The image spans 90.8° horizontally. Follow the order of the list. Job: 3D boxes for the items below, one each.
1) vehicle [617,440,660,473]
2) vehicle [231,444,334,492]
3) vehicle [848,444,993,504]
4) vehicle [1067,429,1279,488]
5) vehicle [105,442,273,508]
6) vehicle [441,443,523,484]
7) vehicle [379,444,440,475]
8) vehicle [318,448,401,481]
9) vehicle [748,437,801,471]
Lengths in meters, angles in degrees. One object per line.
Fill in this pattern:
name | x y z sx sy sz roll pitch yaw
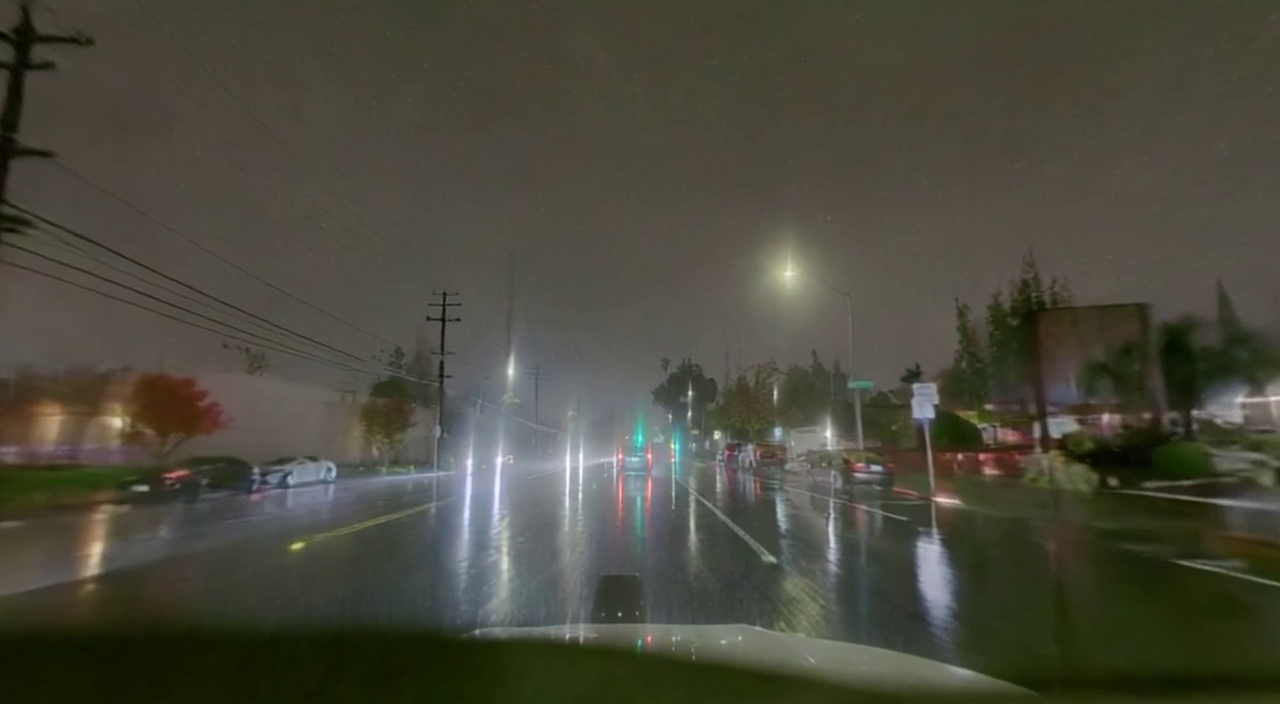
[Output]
vehicle | -0.077 5.333 32.575 2.067 1.547 4.513 0 -8 0
vehicle | -14.385 4.642 25.694 1.855 1.765 4.115 0 -8 -2
vehicle | 7.813 3.403 18.218 1.936 1.479 4.736 0 -8 -1
vehicle | 15.147 2.953 17.725 4.889 1.526 1.979 0 -8 -2
vehicle | -14.267 3.846 20.437 1.981 1.761 4.652 -2 -7 1
vehicle | -6.184 4.403 25.291 1.992 1.476 4.682 0 -8 1
vehicle | -14.323 6.665 39.627 2.041 1.789 5.070 0 -8 -2
vehicle | -14.428 5.807 32.879 1.953 1.543 4.984 0 -8 1
vehicle | 7.829 5.991 37.279 2.026 1.851 4.360 0 -8 -2
